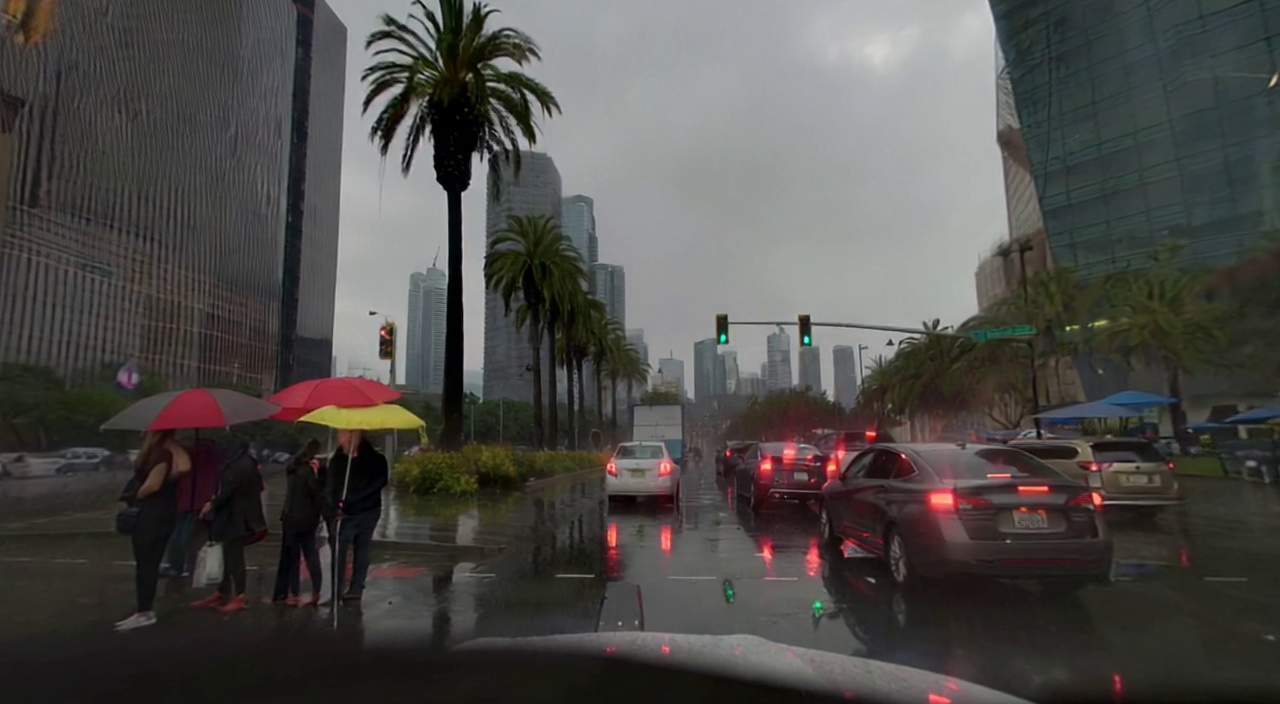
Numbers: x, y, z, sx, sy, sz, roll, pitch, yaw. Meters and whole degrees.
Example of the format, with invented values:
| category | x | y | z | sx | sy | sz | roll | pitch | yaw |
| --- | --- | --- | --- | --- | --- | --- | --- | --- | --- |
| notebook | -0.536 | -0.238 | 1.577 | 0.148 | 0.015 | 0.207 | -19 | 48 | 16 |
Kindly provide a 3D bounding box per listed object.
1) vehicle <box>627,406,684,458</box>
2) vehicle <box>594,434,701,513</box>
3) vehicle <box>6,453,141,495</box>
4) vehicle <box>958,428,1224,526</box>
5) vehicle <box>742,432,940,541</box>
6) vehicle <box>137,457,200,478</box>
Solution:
| category | x | y | z | sx | sy | sz | roll | pitch | yaw |
| --- | --- | --- | --- | --- | --- | --- | --- | --- | --- |
| vehicle | 0.824 | 3.739 | 29.056 | 2.230 | 2.158 | 5.498 | -1 | -9 | 5 |
| vehicle | 0.172 | 2.621 | 13.984 | 2.048 | 1.503 | 3.681 | 0 | -9 | 1 |
| vehicle | -26.710 | 5.724 | 29.967 | 2.105 | 1.793 | 4.812 | 1 | -9 | -4 |
| vehicle | 8.178 | 2.283 | 12.050 | 1.859 | 1.508 | 4.259 | 0 | -9 | -1 |
| vehicle | 3.102 | 2.174 | 10.846 | 1.913 | 1.469 | 4.425 | 0 | -9 | 0 |
| vehicle | -36.837 | 9.011 | 49.264 | 1.700 | 1.527 | 4.445 | 1 | -9 | -4 |
